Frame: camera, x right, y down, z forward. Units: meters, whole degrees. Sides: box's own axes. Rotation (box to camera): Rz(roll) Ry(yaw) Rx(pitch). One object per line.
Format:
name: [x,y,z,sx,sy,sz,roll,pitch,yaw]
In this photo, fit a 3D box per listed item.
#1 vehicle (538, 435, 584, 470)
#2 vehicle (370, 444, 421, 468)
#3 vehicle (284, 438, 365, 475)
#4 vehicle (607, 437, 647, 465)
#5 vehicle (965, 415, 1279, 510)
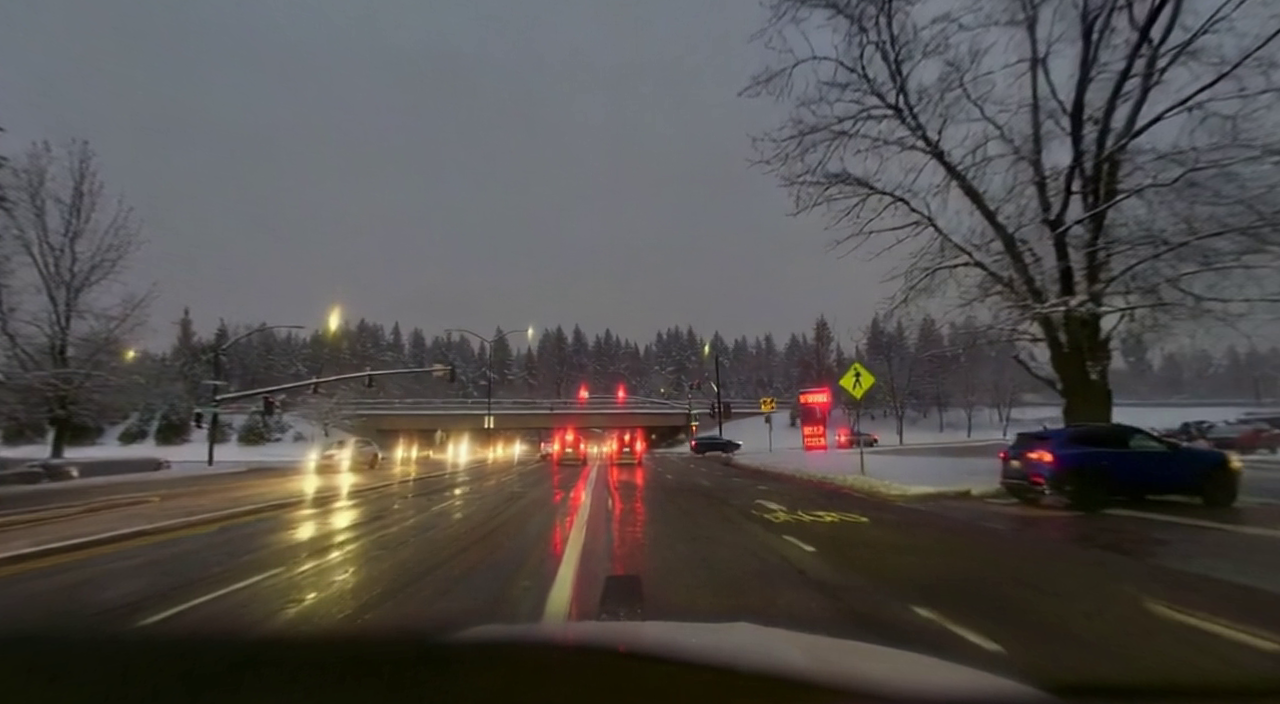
vehicle: [-3.876,4.993,31.611,2.057,1.610,4.891,0,-8,-4]
vehicle: [-16.772,7.145,43.583,1.968,1.557,4.650,0,-8,-5]
vehicle: [-20.151,6.687,40.772,2.655,2.126,5.813,0,-8,-5]
vehicle: [-0.824,5.754,36.767,2.176,1.489,4.518,0,-8,-3]
vehicle: [8.792,2.002,11.650,4.487,1.539,1.947,0,-8,-3]
